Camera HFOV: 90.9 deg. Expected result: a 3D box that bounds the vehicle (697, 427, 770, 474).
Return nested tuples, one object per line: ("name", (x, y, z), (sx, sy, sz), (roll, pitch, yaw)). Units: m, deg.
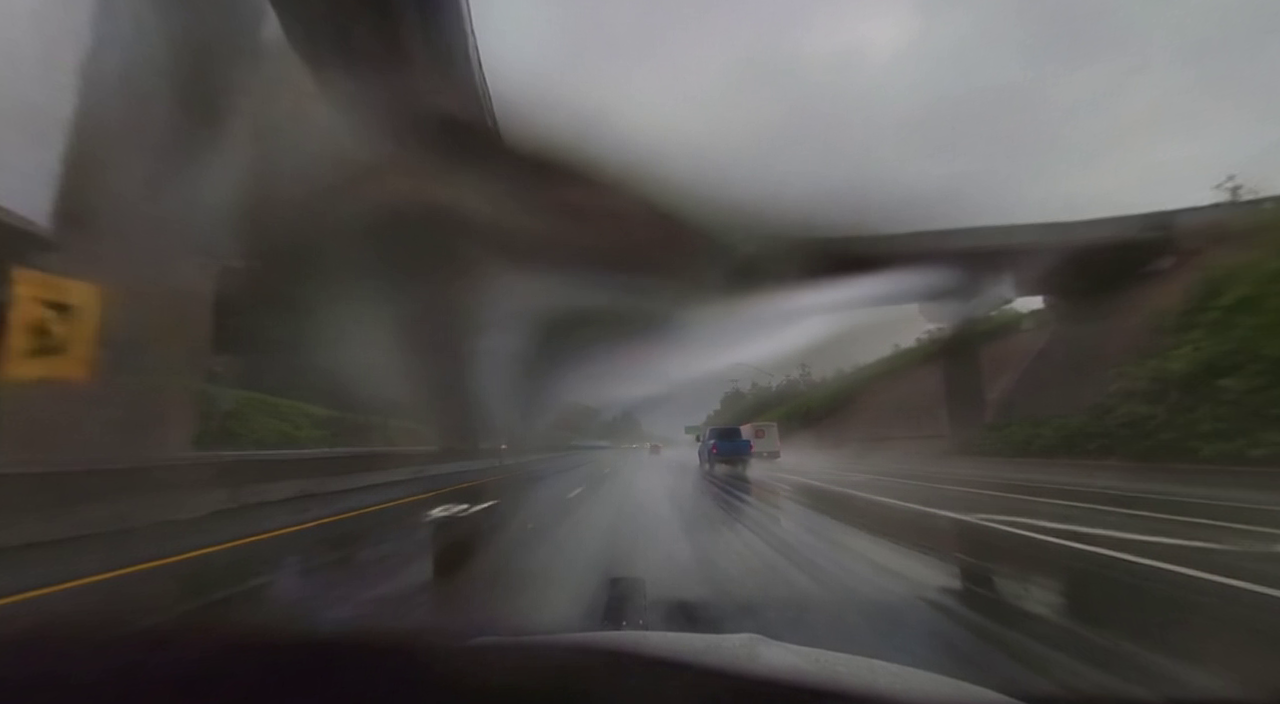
("vehicle", (4.271, 4.644, 29.919), (2.505, 2.020, 5.532), (0, -8, -1))
